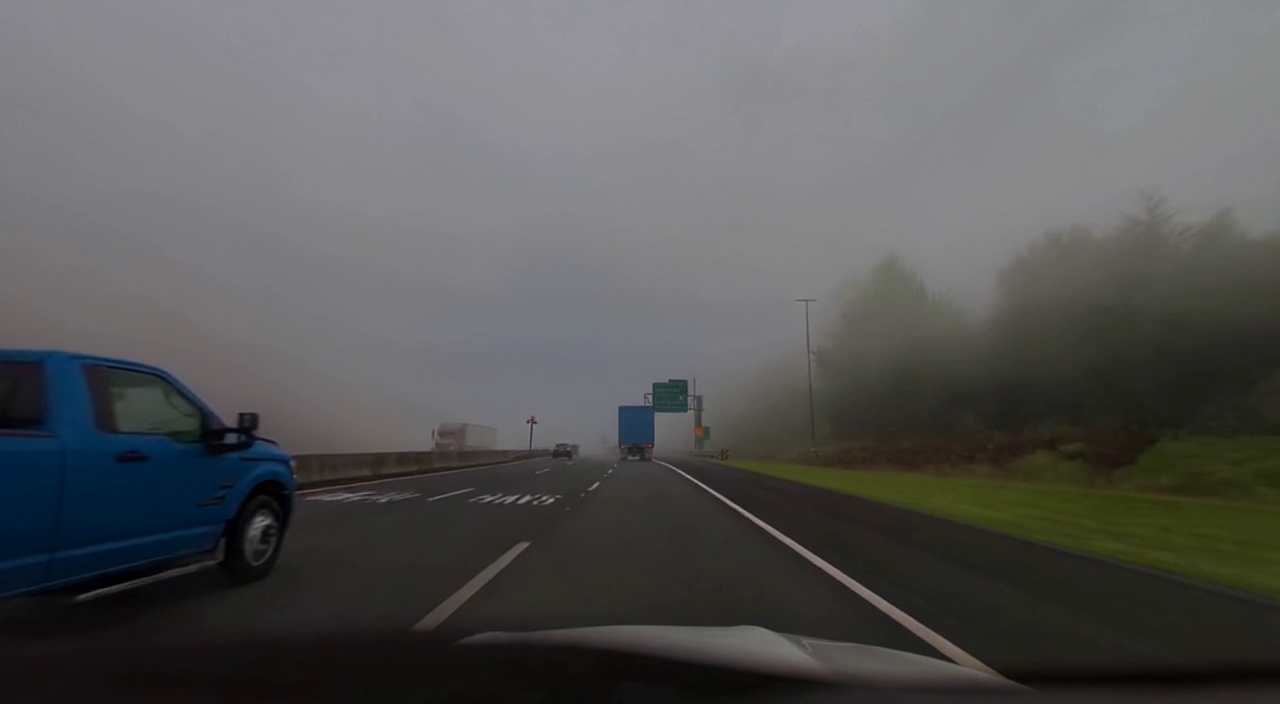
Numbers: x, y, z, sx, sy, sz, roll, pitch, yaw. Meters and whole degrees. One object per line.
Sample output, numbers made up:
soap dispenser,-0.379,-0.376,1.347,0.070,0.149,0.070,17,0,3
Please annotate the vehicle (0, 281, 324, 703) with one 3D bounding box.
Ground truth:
vehicle,-3.646,0.636,2.927,2.044,1.740,4.361,0,-9,0
